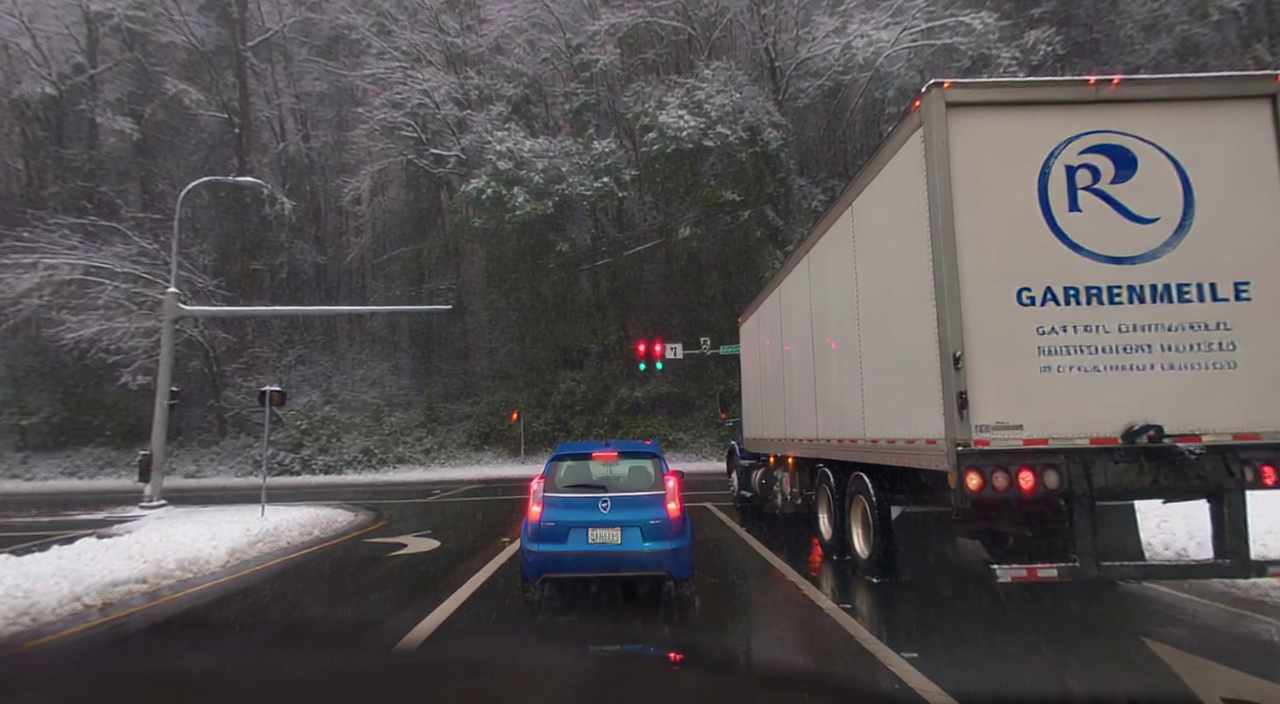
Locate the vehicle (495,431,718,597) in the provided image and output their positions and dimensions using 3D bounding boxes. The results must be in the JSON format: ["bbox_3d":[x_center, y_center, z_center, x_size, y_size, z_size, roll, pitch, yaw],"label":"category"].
[{"bbox_3d":[-0.332,1.715,7.429,1.975,1.457,3.526,0,-9,-1],"label":"vehicle"}]

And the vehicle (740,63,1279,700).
[{"bbox_3d":[3.507,0.783,8.528,2.884,3.753,9.763,0,-9,1],"label":"vehicle"}]
